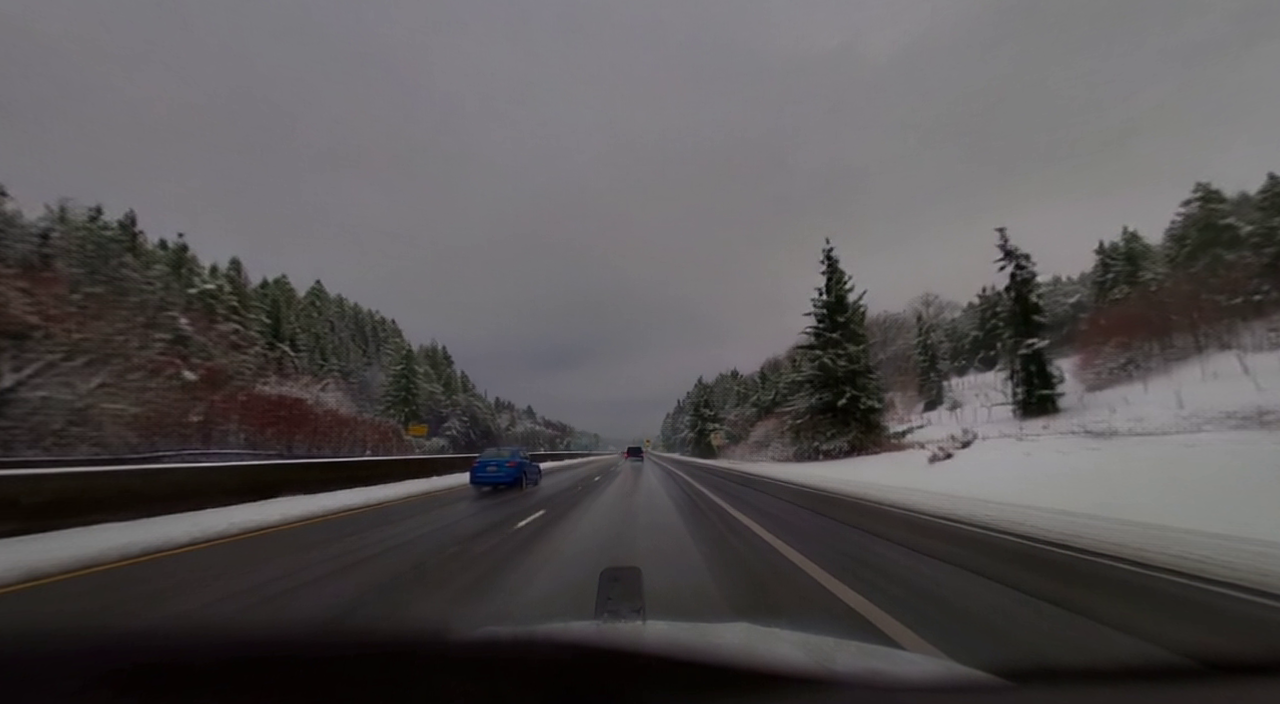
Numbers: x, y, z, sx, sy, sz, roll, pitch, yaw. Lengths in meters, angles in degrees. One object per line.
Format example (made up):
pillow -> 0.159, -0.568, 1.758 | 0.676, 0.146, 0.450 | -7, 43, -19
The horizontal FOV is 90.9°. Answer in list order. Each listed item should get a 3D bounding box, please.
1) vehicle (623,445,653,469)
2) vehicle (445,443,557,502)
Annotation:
vehicle -> -0.098, 7.225, 43.434 | 2.011, 1.590, 3.607 | 0, -9, 1
vehicle -> -3.850, 3.437, 18.415 | 2.157, 1.483, 4.601 | 0, -9, 1
